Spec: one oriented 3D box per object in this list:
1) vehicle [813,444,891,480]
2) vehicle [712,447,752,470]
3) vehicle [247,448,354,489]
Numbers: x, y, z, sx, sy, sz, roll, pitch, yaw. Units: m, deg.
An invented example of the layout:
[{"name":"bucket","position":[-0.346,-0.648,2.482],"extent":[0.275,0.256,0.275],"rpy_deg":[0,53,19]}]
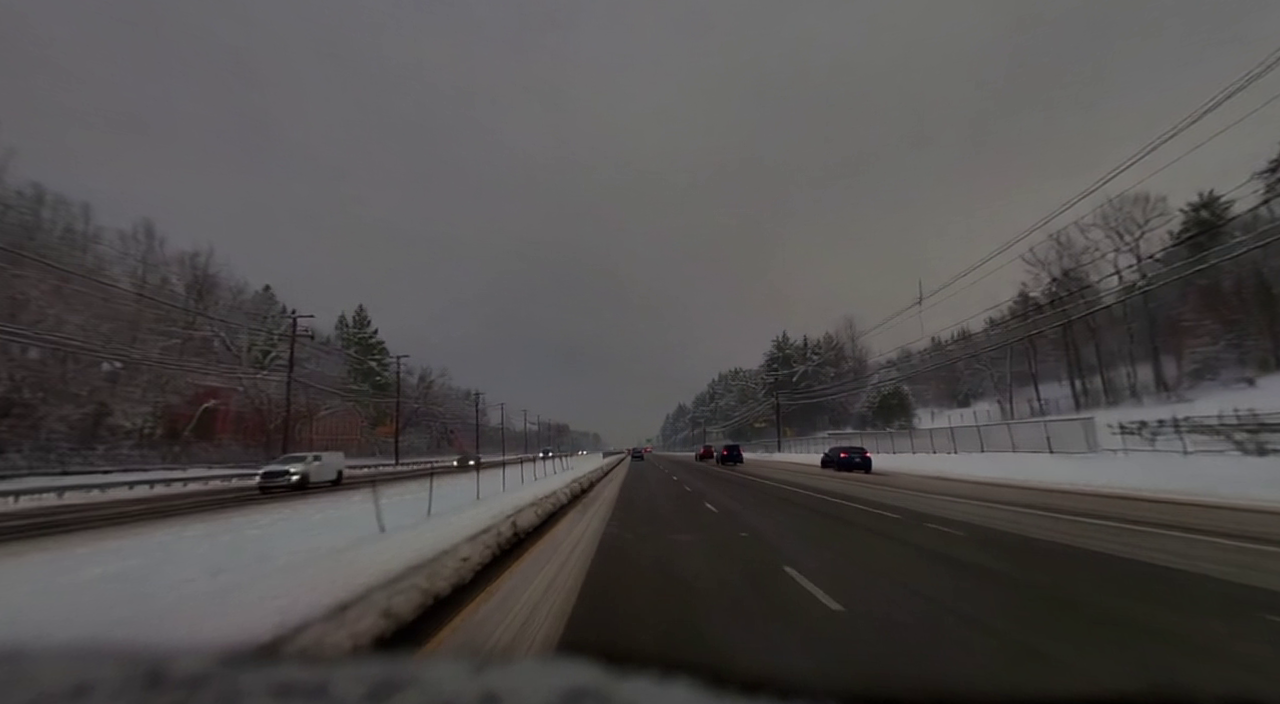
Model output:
[{"name":"vehicle","position":[9.633,5.011,29.159],"extent":[1.969,1.506,4.422],"rpy_deg":[0,-9,-2]},{"name":"vehicle","position":[6.449,7.474,44.754],"extent":[2.069,1.520,4.614],"rpy_deg":[0,-9,-1]},{"name":"vehicle","position":[-16.860,5.795,31.849],"extent":[2.162,1.854,5.743],"rpy_deg":[0,-9,0]}]
